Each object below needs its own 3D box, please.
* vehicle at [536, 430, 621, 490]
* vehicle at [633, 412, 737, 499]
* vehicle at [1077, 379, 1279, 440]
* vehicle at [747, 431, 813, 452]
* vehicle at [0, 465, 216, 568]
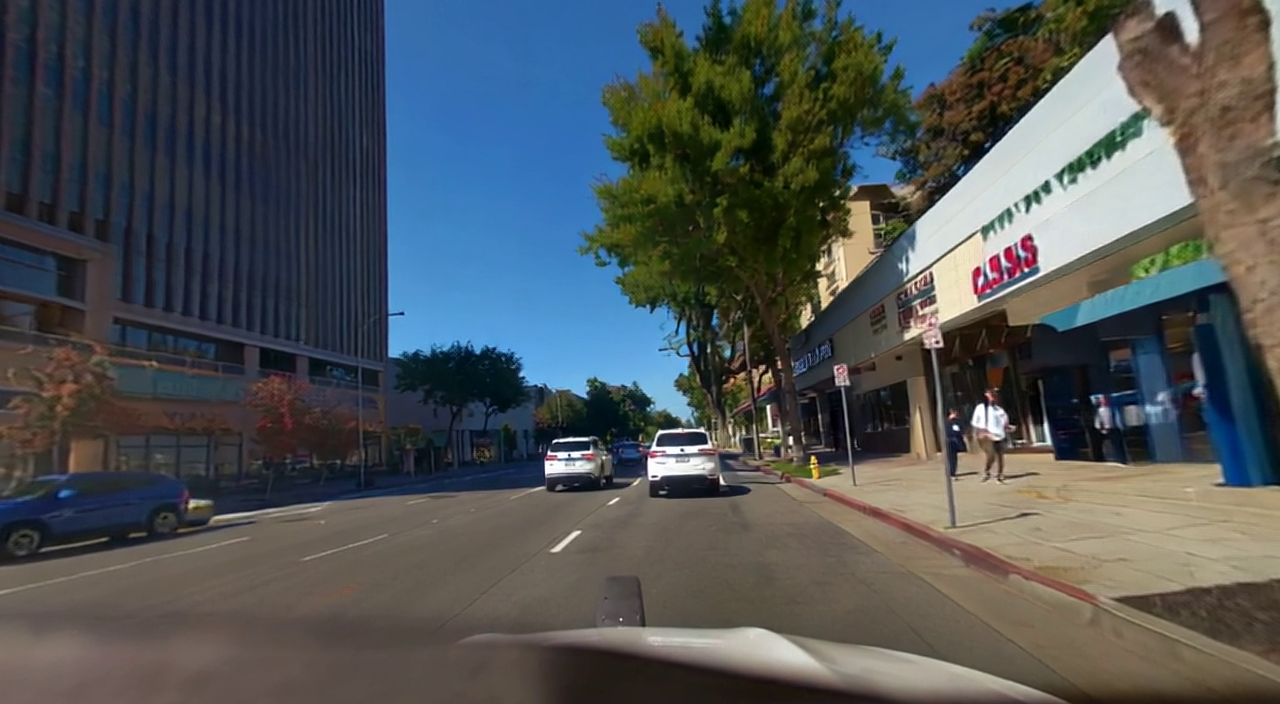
[{"bbox_3d":[-1.851,3.448,20.484,2.023,1.702,4.152,-1,-8,5],"label":"vehicle"},{"bbox_3d":[1.138,2.710,16.803,2.352,1.953,4.796,-1,-8,3],"label":"vehicle"},{"bbox_3d":[13.705,1.473,15.793,4.189,1.395,1.725,-1,-8,3],"label":"vehicle"},{"bbox_3d":[10.334,6.617,46.775,4.426,1.490,1.862,-1,-8,2],"label":"vehicle"},{"bbox_3d":[-11.382,3.074,12.413,2.103,1.514,5.374,-1,-8,4],"label":"vehicle"}]
